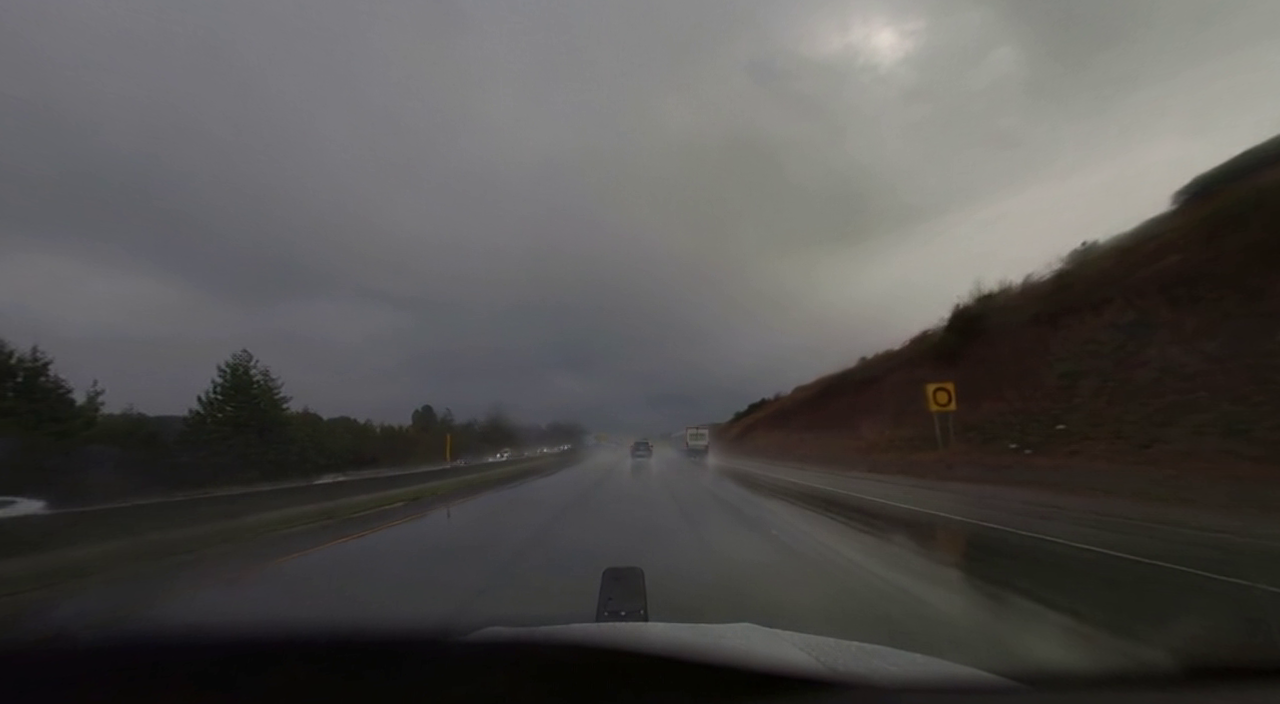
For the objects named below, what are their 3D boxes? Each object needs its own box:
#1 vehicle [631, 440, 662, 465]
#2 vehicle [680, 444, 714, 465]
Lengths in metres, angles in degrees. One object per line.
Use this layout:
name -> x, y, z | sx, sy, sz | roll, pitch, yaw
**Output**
vehicle -> 0.392, 6.780, 42.660 | 1.986, 1.576, 4.312 | 0, -8, 0
vehicle -> 3.873, 7.008, 43.205 | 1.976, 1.352, 3.602 | 0, -8, 0
